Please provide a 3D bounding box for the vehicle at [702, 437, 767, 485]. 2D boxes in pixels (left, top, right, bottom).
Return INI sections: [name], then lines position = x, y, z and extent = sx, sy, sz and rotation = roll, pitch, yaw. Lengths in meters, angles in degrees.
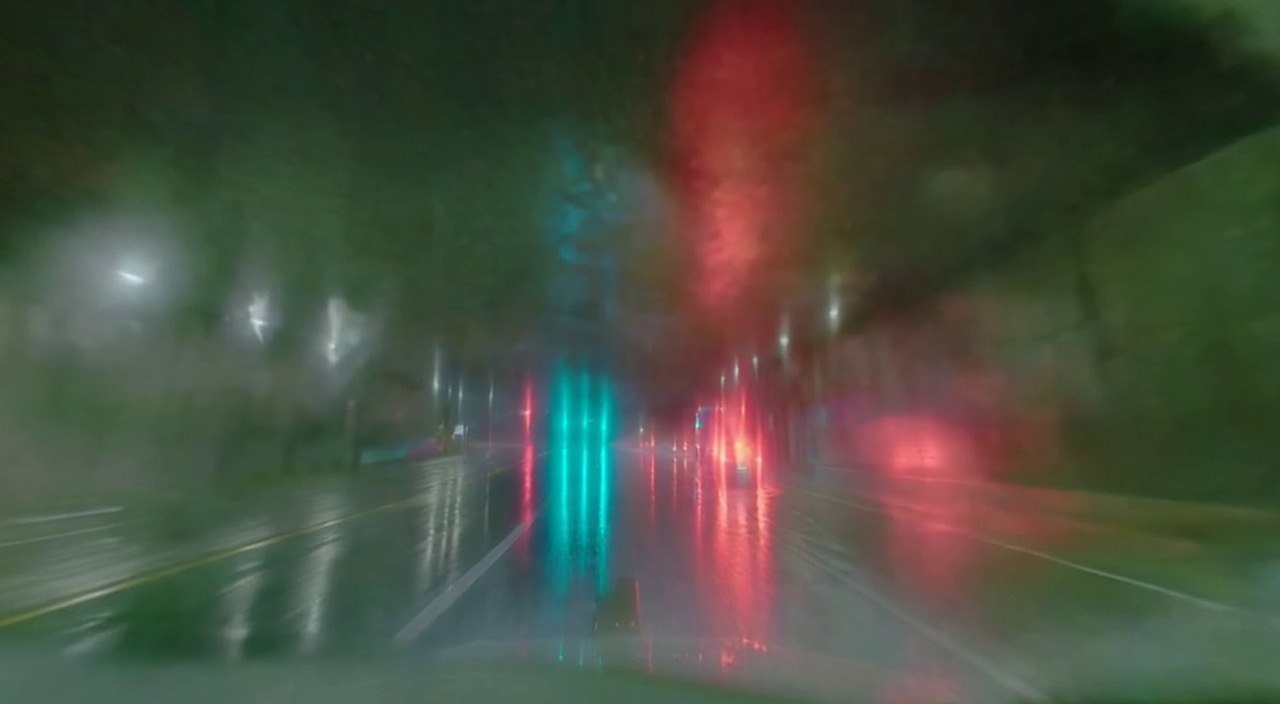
[vehicle]
position = 3.153, 3.689, 21.712
extent = 1.947, 1.475, 3.962
rotation = -1, -8, 5
